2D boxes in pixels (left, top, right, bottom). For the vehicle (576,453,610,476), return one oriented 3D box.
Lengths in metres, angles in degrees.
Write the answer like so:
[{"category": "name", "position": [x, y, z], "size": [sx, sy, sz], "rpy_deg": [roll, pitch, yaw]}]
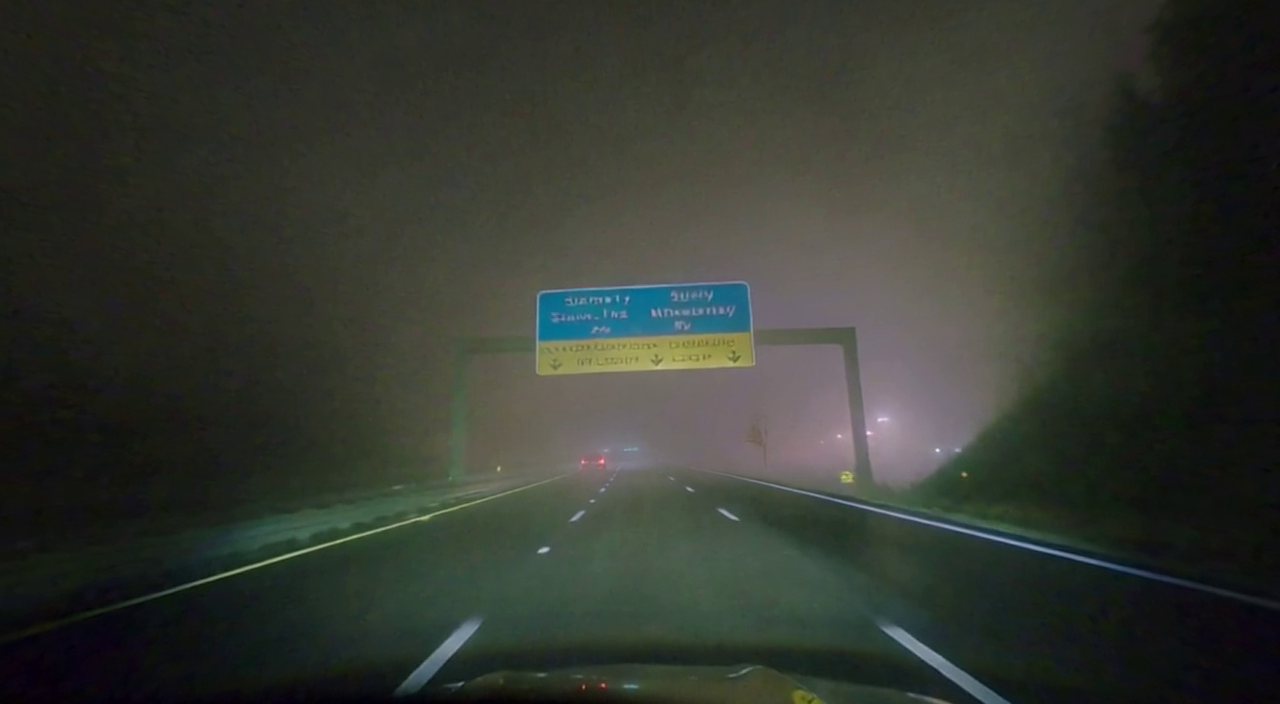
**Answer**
[{"category": "vehicle", "position": [-3.284, 7.892, 44.557], "size": [2.041, 1.512, 3.996], "rpy_deg": [0, -9, 1]}]
